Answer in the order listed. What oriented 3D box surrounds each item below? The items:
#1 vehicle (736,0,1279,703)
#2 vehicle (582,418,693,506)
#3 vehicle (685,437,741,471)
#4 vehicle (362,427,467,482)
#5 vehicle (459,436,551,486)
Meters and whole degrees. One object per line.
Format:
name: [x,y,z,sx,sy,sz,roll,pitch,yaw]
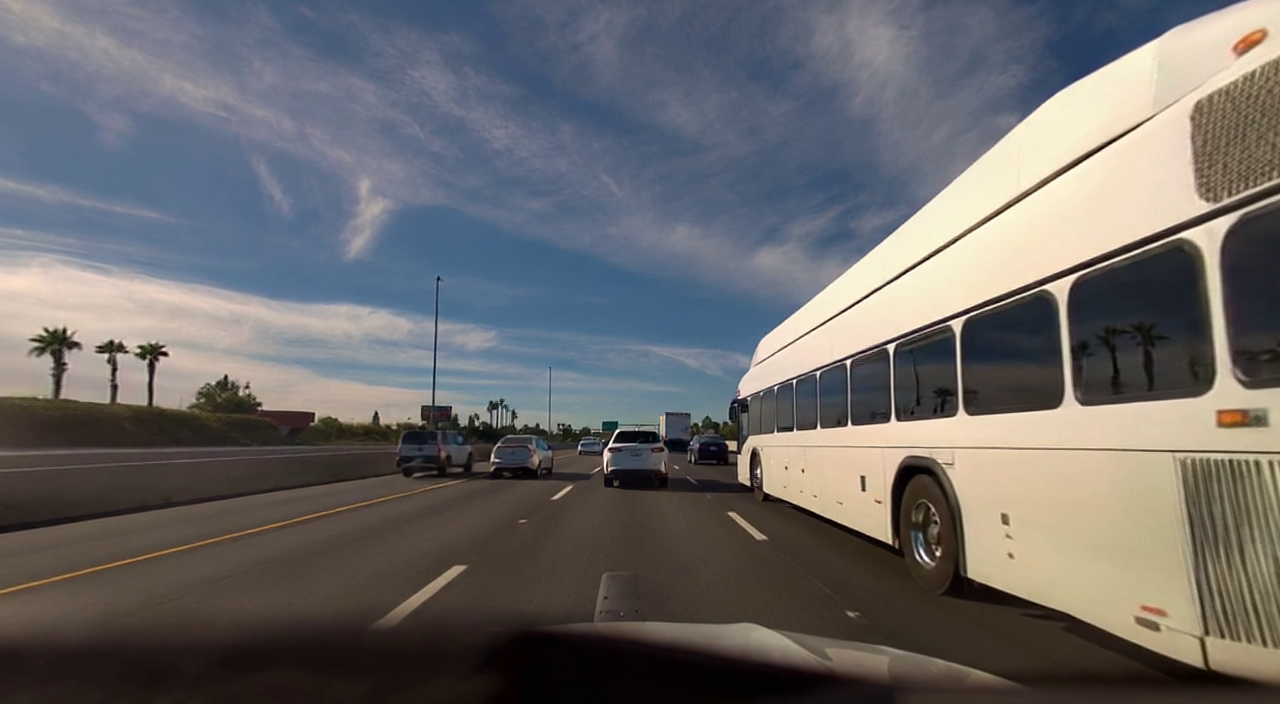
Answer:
vehicle: [3.956,0.719,8.891,3.020,3.622,14.302,0,-9,0]
vehicle: [-0.007,2.594,15.168,2.268,1.796,4.280,0,-9,1]
vehicle: [3.411,4.909,30.464,2.039,1.516,4.521,0,-9,-2]
vehicle: [-8.038,3.705,23.027,2.066,1.779,4.706,0,-9,0]
vehicle: [-4.479,3.710,21.736,2.040,1.536,4.680,0,-9,1]
